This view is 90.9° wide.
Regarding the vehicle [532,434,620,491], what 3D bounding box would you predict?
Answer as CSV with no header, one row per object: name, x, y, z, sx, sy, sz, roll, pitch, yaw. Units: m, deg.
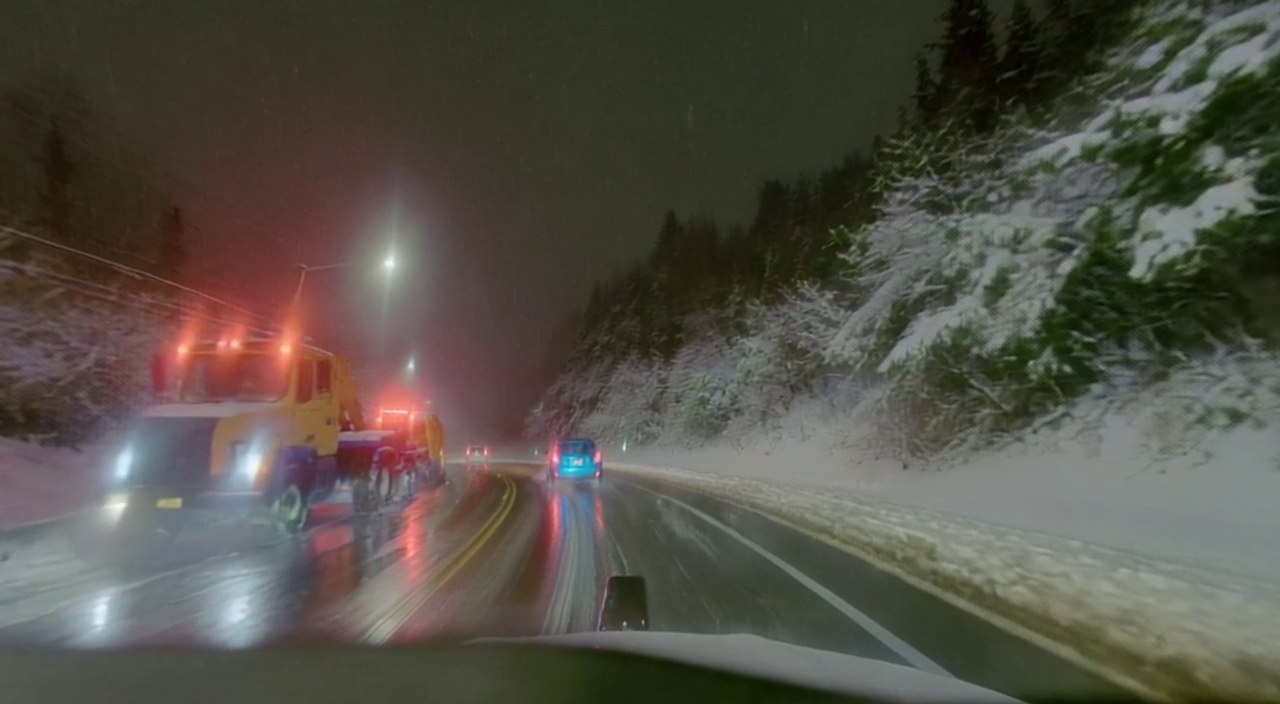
vehicle,-2.068,3.309,19.257,2.259,1.503,4.075,2,-9,-11

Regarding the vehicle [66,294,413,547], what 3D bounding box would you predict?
vehicle,-5.882,1.177,10.417,2.364,3.191,4.942,0,-8,0
